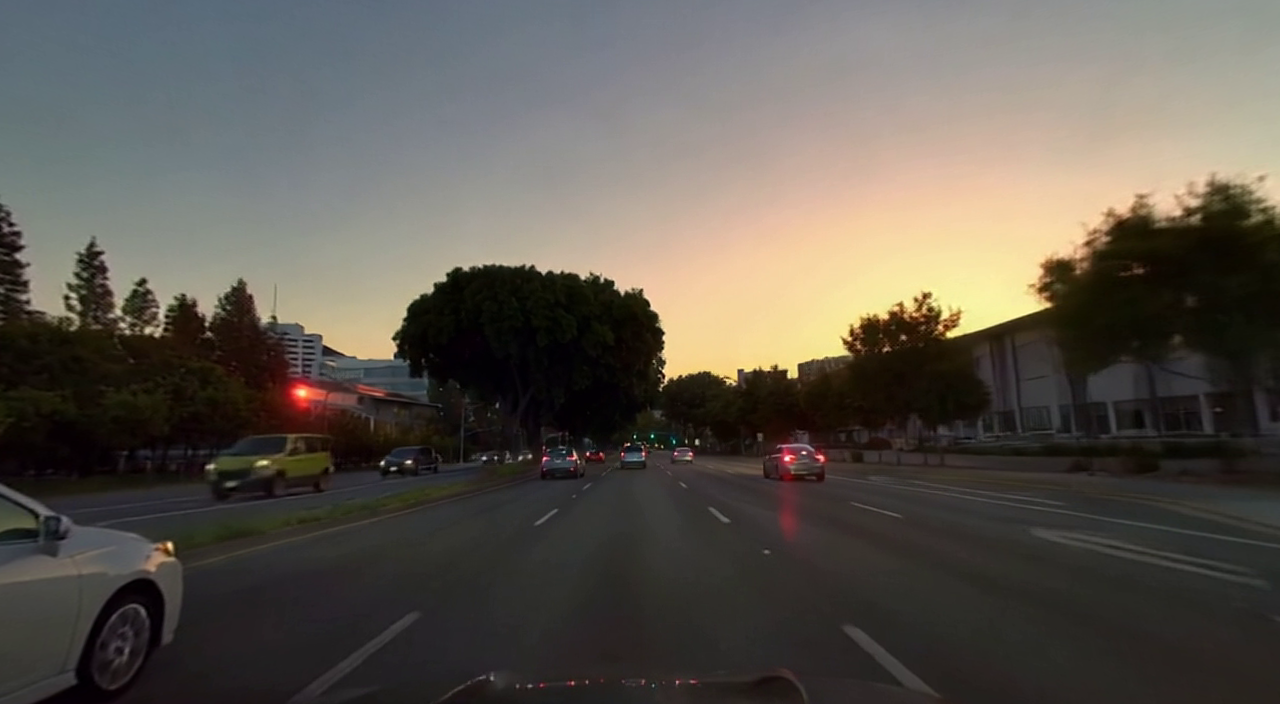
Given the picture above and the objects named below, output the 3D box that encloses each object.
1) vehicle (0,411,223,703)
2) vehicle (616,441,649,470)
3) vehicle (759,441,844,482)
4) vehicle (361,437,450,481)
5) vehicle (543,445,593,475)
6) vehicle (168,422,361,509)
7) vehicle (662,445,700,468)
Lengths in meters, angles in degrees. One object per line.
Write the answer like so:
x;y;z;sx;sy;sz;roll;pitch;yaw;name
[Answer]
-3.733;0.877;1.878;2.018;1.476;4.364;0;-8;-1;vehicle
-0.465;6.584;40.290;2.008;1.716;4.125;0;-8;-1;vehicle
6.184;4.239;24.815;2.028;1.451;4.625;0;-8;-1;vehicle
-9.539;4.357;26.107;2.026;1.639;4.496;0;-8;-1;vehicle
-3.828;5.833;34.365;2.163;1.474;4.413;0;-8;1;vehicle
-9.283;2.792;16.221;2.185;1.752;4.599;-4;-8;0;vehicle
2.617;6.778;41.131;2.014;1.430;4.103;0;-8;-2;vehicle
